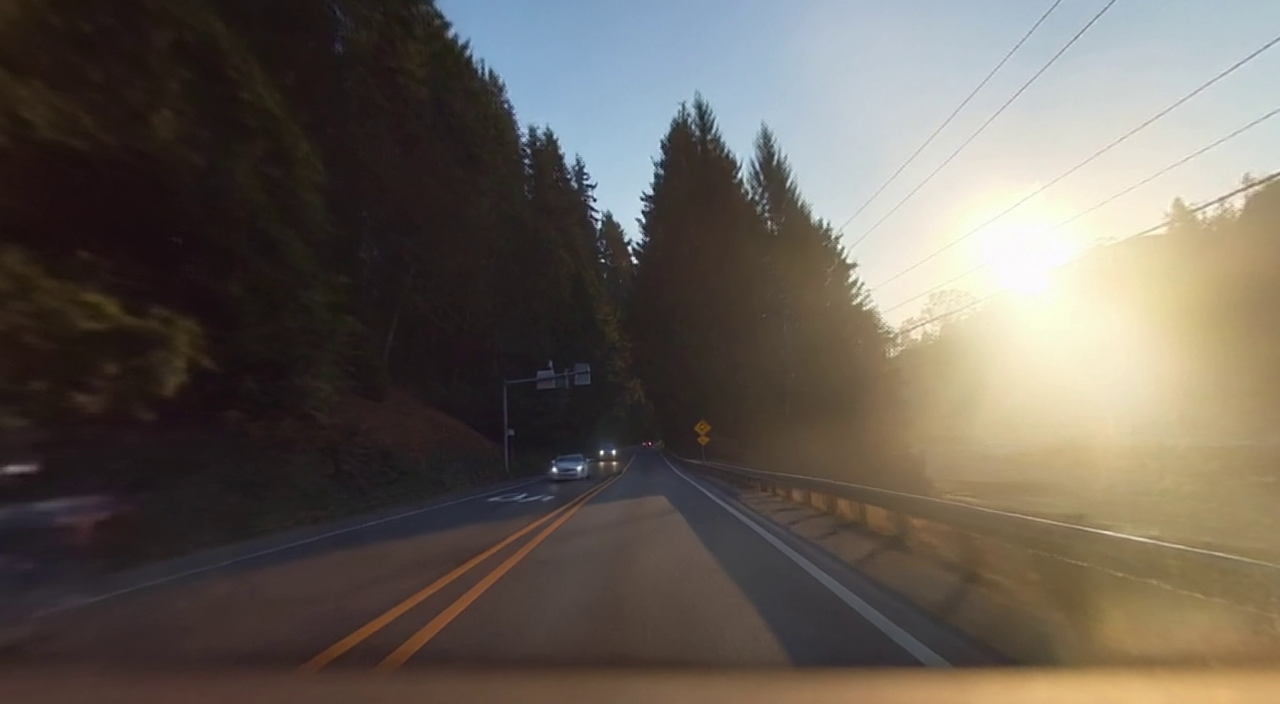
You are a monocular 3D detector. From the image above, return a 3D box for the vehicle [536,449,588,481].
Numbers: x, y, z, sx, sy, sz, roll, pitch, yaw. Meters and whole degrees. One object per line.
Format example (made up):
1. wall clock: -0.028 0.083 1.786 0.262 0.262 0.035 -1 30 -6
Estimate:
1. vehicle: -3.766 5.564 31.199 2.002 1.420 3.948 -1 -8 1
